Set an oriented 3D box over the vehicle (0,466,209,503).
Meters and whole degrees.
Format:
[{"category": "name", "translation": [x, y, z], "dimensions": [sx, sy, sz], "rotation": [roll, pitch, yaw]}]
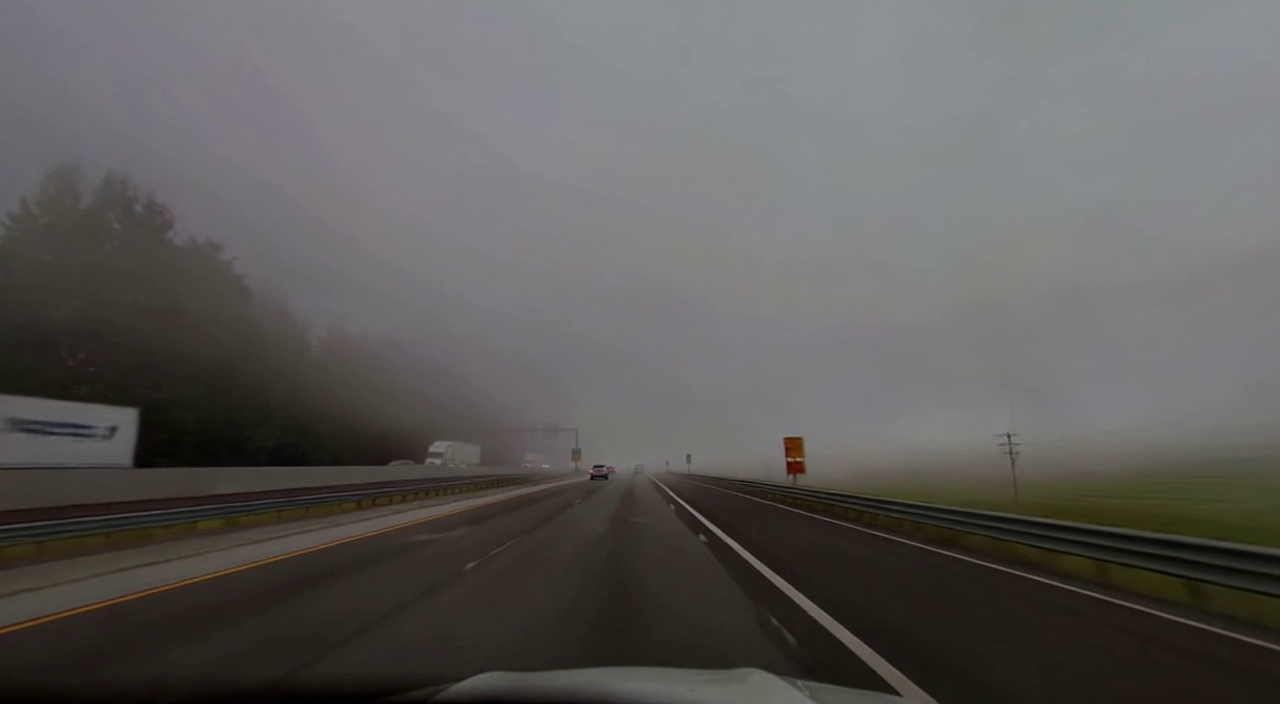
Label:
[{"category": "vehicle", "translation": [-23.394, 5.304, 25.778], "dimensions": [2.915, 1.222, 12.550], "rotation": [1, -10, 0]}]
